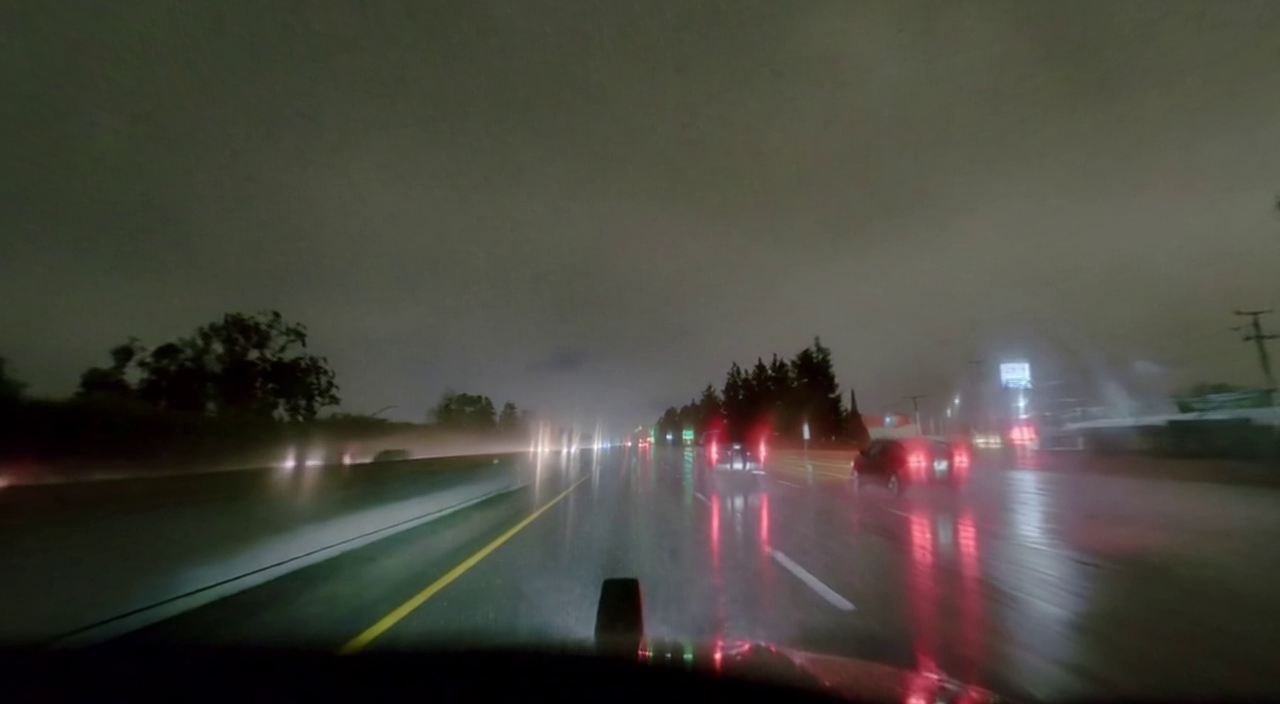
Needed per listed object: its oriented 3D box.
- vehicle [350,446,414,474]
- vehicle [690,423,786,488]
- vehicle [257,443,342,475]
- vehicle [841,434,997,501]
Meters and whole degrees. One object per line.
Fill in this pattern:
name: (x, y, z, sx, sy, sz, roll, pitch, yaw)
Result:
vehicle: (-14.521, 6.086, 35.840, 1.834, 1.458, 4.259, 0, -8, -1)
vehicle: (2.987, 3.330, 20.573, 2.258, 1.824, 4.908, 0, -8, -1)
vehicle: (-18.453, 5.765, 34.465, 2.209, 1.570, 4.395, 0, -8, -1)
vehicle: (6.822, 2.851, 16.027, 2.009, 1.456, 4.097, 0, -8, -1)
